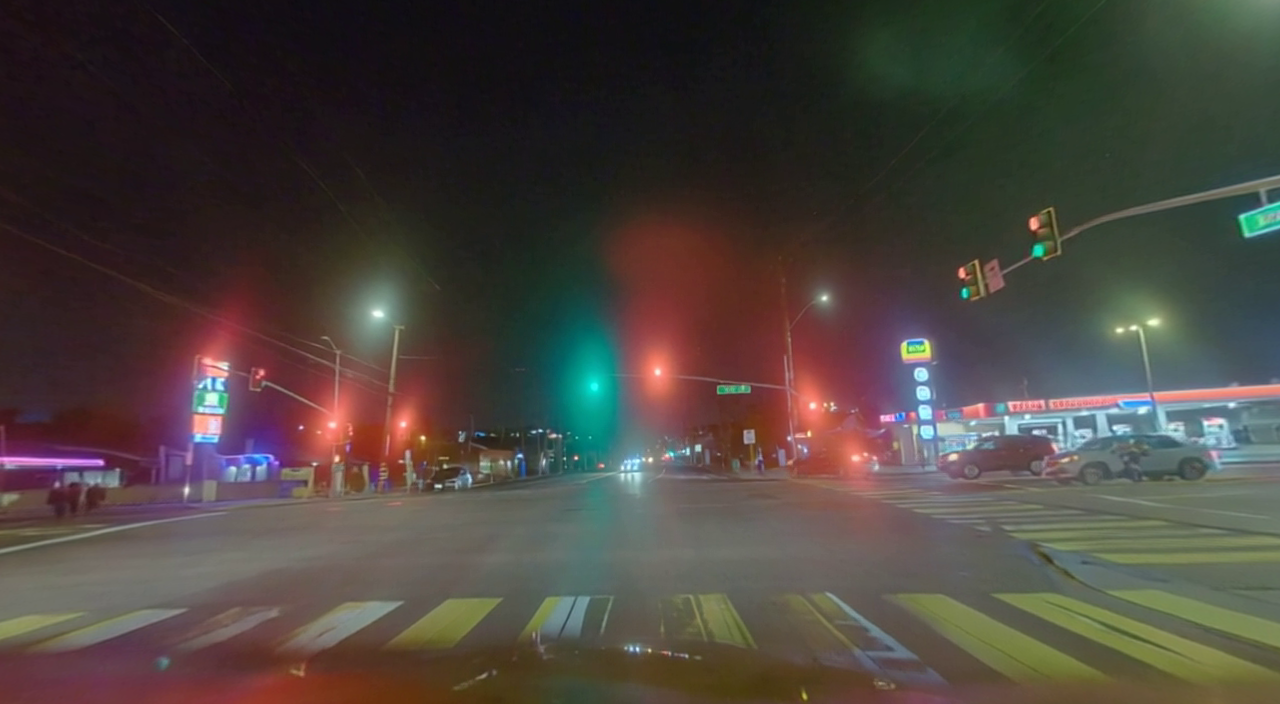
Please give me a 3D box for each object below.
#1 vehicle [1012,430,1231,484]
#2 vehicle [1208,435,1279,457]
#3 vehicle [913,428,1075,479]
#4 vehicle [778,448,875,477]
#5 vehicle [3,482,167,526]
[{"bbox_3d":[14.379,3.178,19.265,4.835,1.487,1.913,-3,-9,20],"label":"vehicle"},{"bbox_3d":[42.012,6.496,43.522,4.347,1.446,1.777,1,-9,-10],"label":"vehicle"},{"bbox_3d":[12.968,3.787,23.577,4.916,1.730,1.986,-4,-9,22],"label":"vehicle"},{"bbox_3d":[10.255,6.047,34.842,4.728,1.468,2.083,-5,-10,29],"label":"vehicle"},{"bbox_3d":[-21.176,5.796,24.216,4.676,1.463,1.909,-1,-9,6],"label":"vehicle"}]
